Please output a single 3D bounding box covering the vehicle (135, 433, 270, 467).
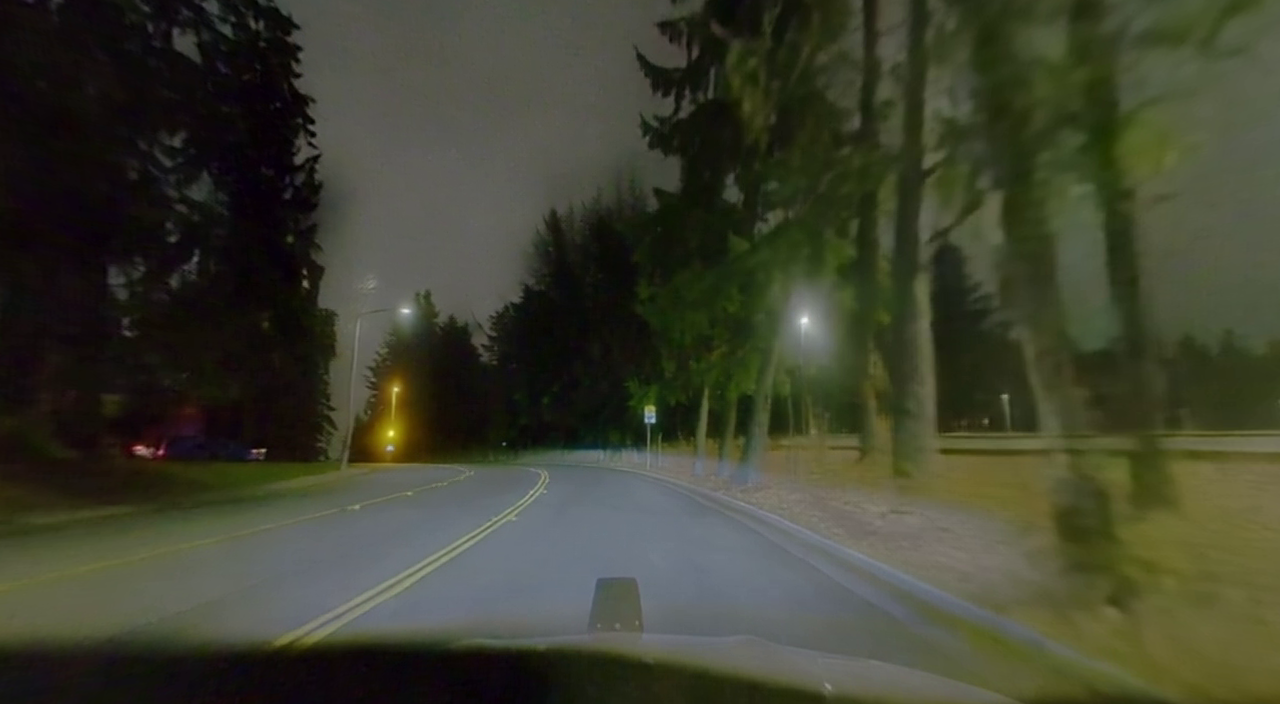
[{"bbox_3d":[-24.388,5.495,35.473,5.613,1.775,2.357,1,-8,-9],"label":"vehicle"}]
